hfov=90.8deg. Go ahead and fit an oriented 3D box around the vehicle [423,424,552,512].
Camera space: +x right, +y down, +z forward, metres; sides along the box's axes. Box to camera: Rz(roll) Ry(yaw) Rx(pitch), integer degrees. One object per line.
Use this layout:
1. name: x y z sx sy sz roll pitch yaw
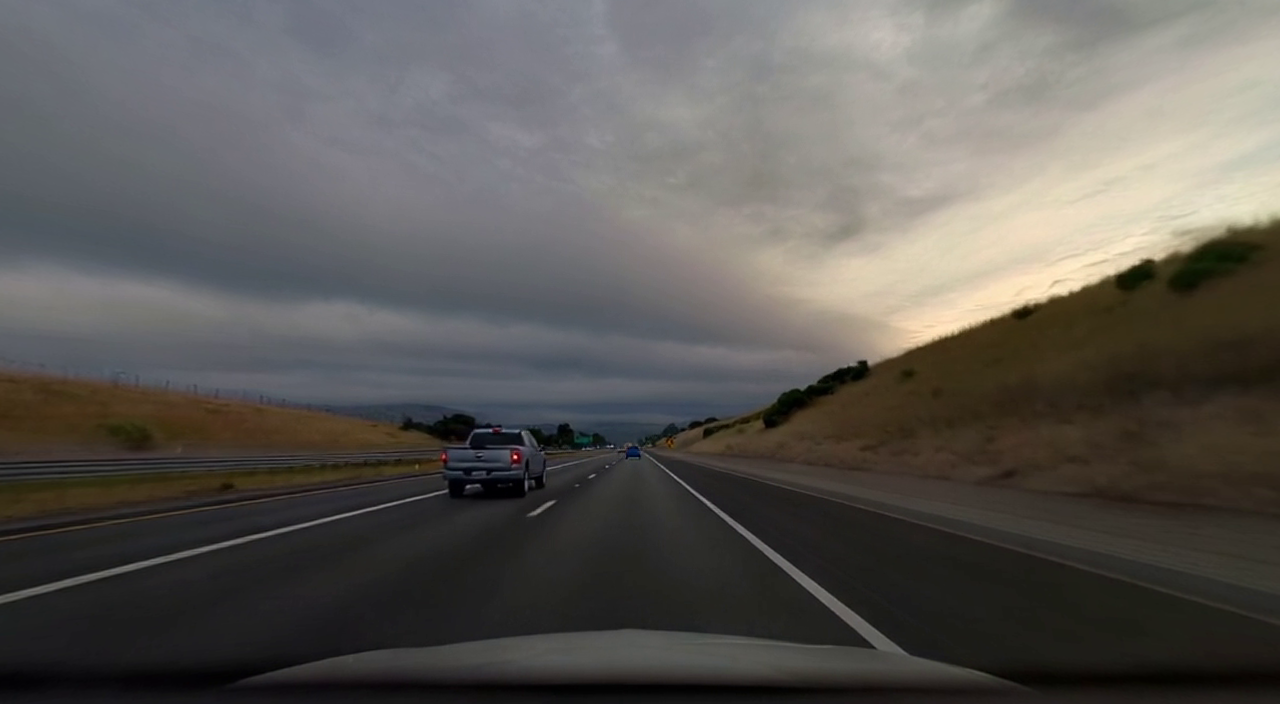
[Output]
1. vehicle: -3.567 2.825 15.807 1.942 1.828 4.868 0 -9 1
